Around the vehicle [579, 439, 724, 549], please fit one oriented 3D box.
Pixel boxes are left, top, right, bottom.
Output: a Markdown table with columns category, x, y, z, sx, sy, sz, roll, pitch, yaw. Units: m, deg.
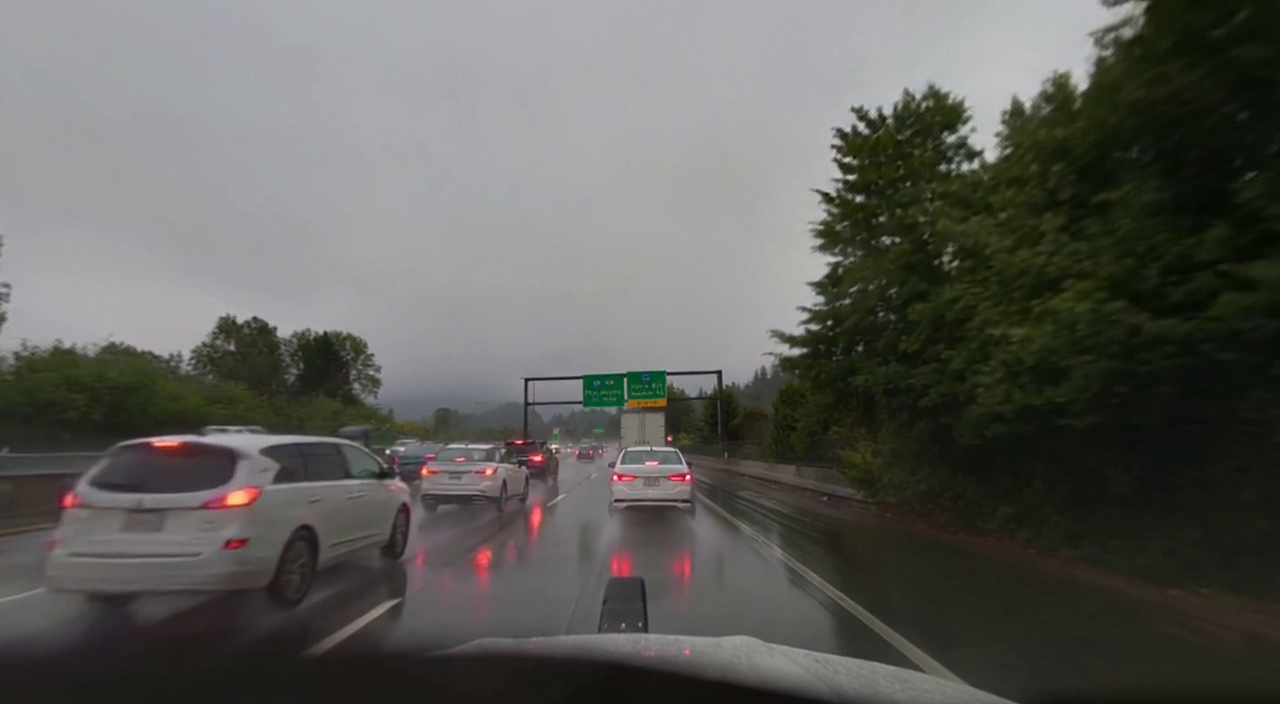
| category | x | y | z | sx | sy | sz | roll | pitch | yaw |
| --- | --- | --- | --- | --- | --- | --- | --- | --- | --- |
| vehicle | 0.161 | 2.229 | 10.448 | 1.995 | 1.495 | 3.380 | 0 | -9 | 0 |

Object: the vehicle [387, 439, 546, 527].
| category | x | y | z | sx | sy | sz | roll | pitch | yaw |
| --- | --- | --- | --- | --- | --- | --- | --- | --- | --- |
| vehicle | -3.308 | 2.602 | 13.049 | 1.980 | 1.491 | 4.340 | 0 | -9 | 1 |

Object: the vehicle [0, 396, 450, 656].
| category | x | y | z | sx | sy | sz | roll | pitch | yaw |
| --- | --- | --- | --- | --- | --- | --- | --- | --- | --- |
| vehicle | -3.642 | 1.443 | 6.237 | 2.165 | 1.638 | 4.317 | 0 | -9 | 0 |
